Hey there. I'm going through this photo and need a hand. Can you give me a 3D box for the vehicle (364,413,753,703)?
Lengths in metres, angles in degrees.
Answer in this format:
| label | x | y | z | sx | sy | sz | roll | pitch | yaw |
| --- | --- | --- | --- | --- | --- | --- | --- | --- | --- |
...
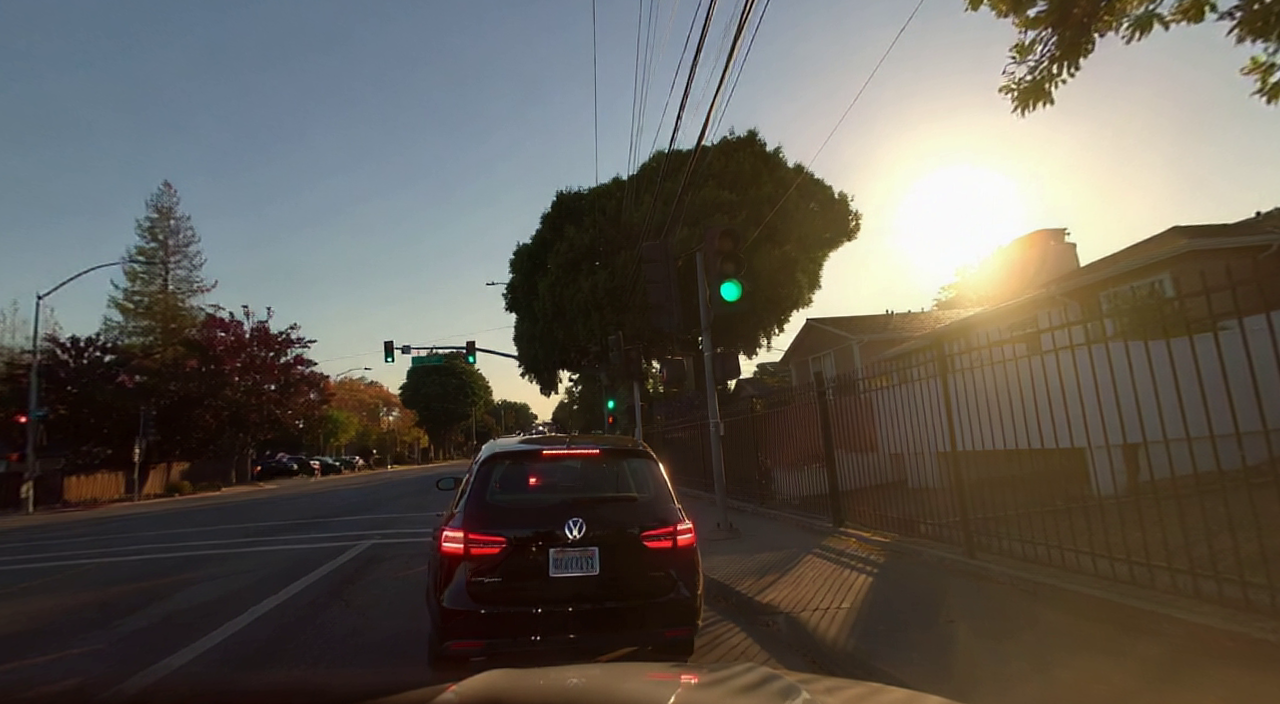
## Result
| label | x | y | z | sx | sy | sz | roll | pitch | yaw |
| --- | --- | --- | --- | --- | --- | --- | --- | --- | --- |
| vehicle | -0.670 | 1.359 | 5.223 | 2.024 | 1.502 | 3.702 | 1 | -9 | -9 |
